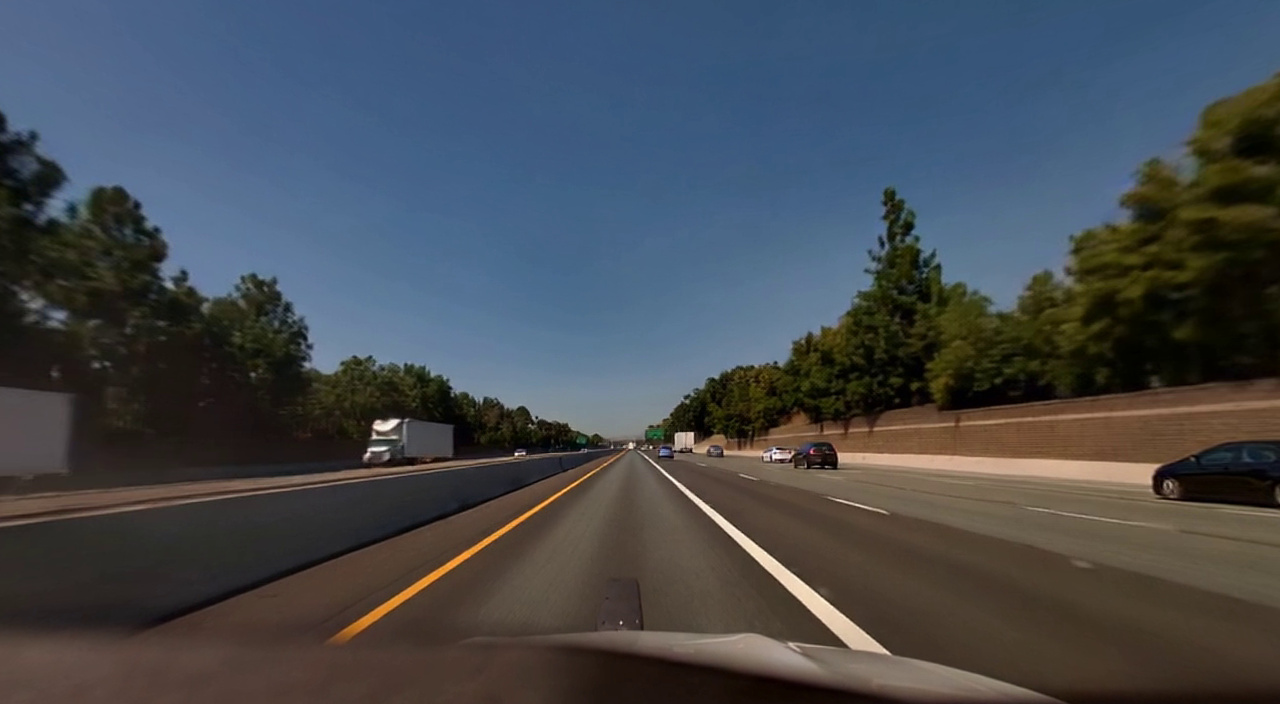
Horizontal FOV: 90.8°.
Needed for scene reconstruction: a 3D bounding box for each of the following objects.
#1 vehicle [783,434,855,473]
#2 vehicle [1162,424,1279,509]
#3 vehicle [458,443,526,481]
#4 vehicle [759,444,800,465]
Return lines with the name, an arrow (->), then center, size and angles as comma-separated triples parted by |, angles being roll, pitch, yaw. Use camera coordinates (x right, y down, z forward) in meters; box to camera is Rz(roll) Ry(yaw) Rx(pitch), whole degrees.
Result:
vehicle -> 8.933, 5.117, 31.964 | 2.098, 1.820, 4.505 | 0, -9, -3
vehicle -> 13.943, 2.402, 13.355 | 1.957, 1.709, 4.387 | 0, -9, -1
vehicle -> -8.283, 6.192, 35.926 | 2.444, 1.910, 5.566 | 0, -8, 1
vehicle -> 10.093, 7.423, 45.985 | 1.931, 1.479, 4.183 | 0, -9, -2
